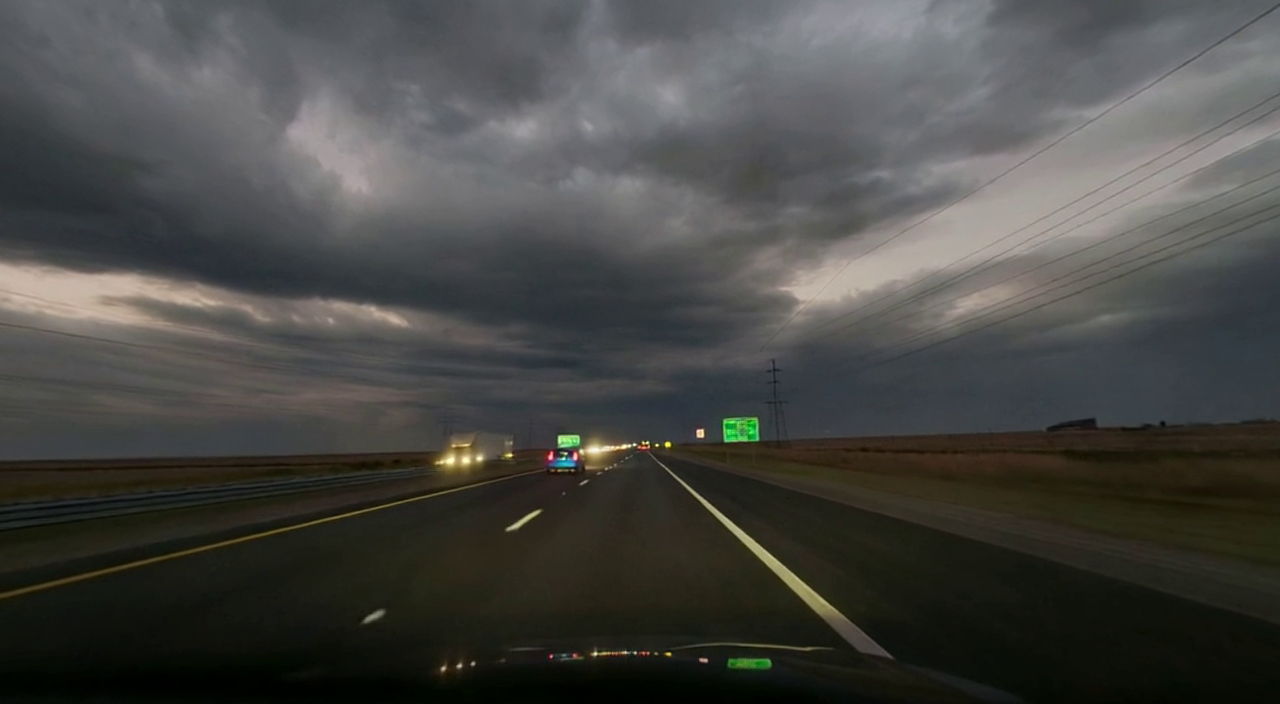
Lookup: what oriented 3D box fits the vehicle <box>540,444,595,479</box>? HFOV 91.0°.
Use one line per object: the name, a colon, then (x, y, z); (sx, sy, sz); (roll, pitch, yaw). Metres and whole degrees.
vehicle: (-3.453, 5.330, 30.921); (2.106, 1.543, 4.465); (0, -9, 1)
